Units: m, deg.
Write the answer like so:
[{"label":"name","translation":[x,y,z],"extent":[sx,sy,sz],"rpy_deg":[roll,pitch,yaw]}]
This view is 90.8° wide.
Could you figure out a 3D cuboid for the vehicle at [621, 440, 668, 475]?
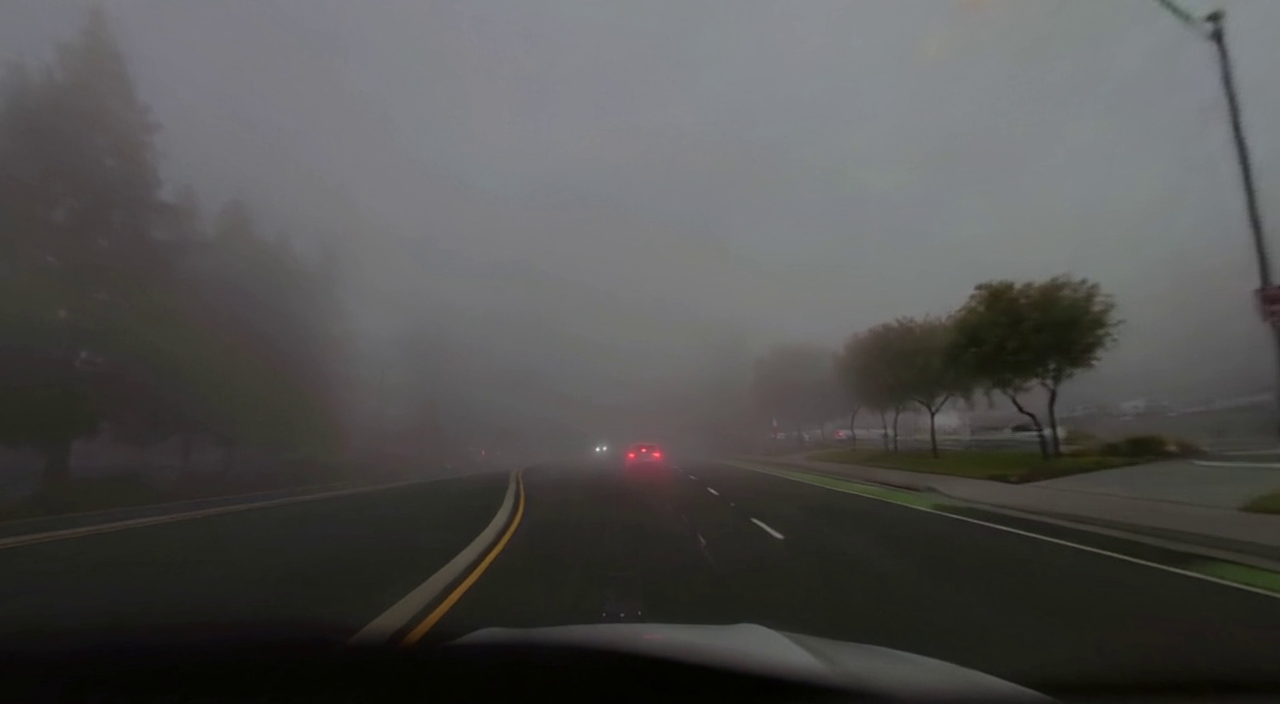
[{"label":"vehicle","translation":[0.223,5.255,31.649],"extent":[2.181,1.639,4.127],"rpy_deg":[0,-9,0]}]
